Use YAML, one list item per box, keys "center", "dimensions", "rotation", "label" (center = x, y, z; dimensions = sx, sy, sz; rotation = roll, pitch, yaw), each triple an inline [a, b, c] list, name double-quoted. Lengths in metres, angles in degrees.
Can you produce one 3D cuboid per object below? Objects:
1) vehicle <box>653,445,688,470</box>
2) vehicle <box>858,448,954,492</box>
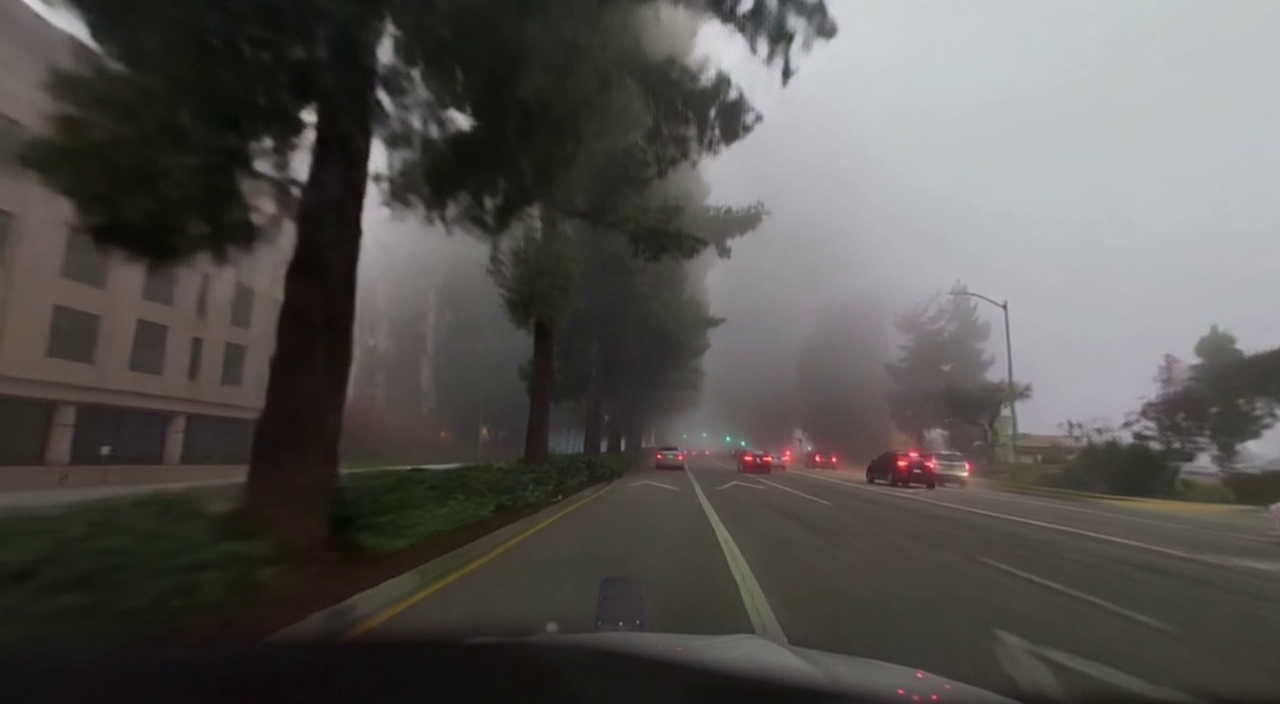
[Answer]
- center: [1.847, 6.466, 39.017]
  dimensions: [2.077, 1.477, 3.897]
  rotation: [0, -8, 2]
  label: "vehicle"
- center: [9.873, 4.393, 23.844]
  dimensions: [2.020, 1.472, 3.958]
  rotation: [0, -8, 2]
  label: "vehicle"
